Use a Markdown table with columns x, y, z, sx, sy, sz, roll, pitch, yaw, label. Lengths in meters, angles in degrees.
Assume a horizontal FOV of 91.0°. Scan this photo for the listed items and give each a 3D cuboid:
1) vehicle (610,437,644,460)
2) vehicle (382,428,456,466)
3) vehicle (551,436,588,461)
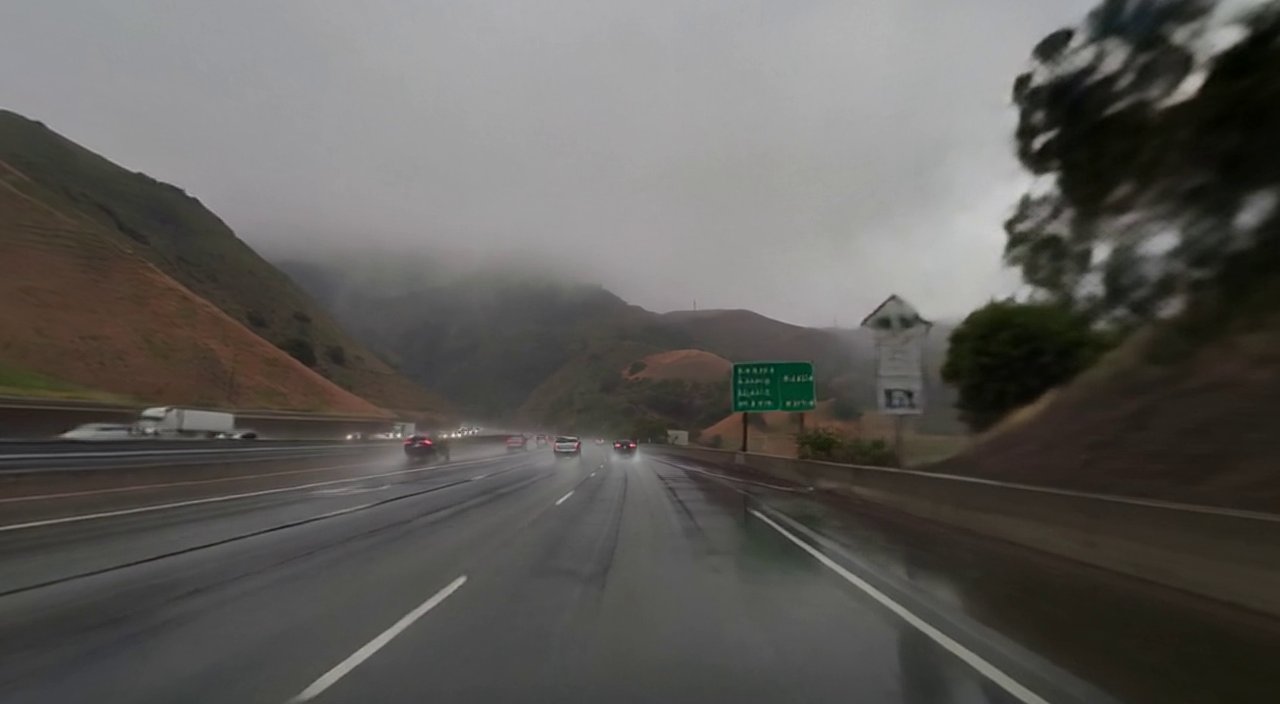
| x | y | z | sx | sy | sz | roll | pitch | yaw | label |
| --- | --- | --- | --- | --- | --- | --- | --- | --- | --- |
| -1.010 | 7.166 | 46.906 | 2.421 | 1.594 | 4.248 | 0 | -8 | -2 | vehicle |
| -11.858 | 5.155 | 34.248 | 2.219 | 1.923 | 4.985 | 0 | -8 | 0 | vehicle |
| -4.776 | 6.597 | 43.110 | 2.060 | 1.631 | 4.214 | 0 | -8 | -1 | vehicle |
